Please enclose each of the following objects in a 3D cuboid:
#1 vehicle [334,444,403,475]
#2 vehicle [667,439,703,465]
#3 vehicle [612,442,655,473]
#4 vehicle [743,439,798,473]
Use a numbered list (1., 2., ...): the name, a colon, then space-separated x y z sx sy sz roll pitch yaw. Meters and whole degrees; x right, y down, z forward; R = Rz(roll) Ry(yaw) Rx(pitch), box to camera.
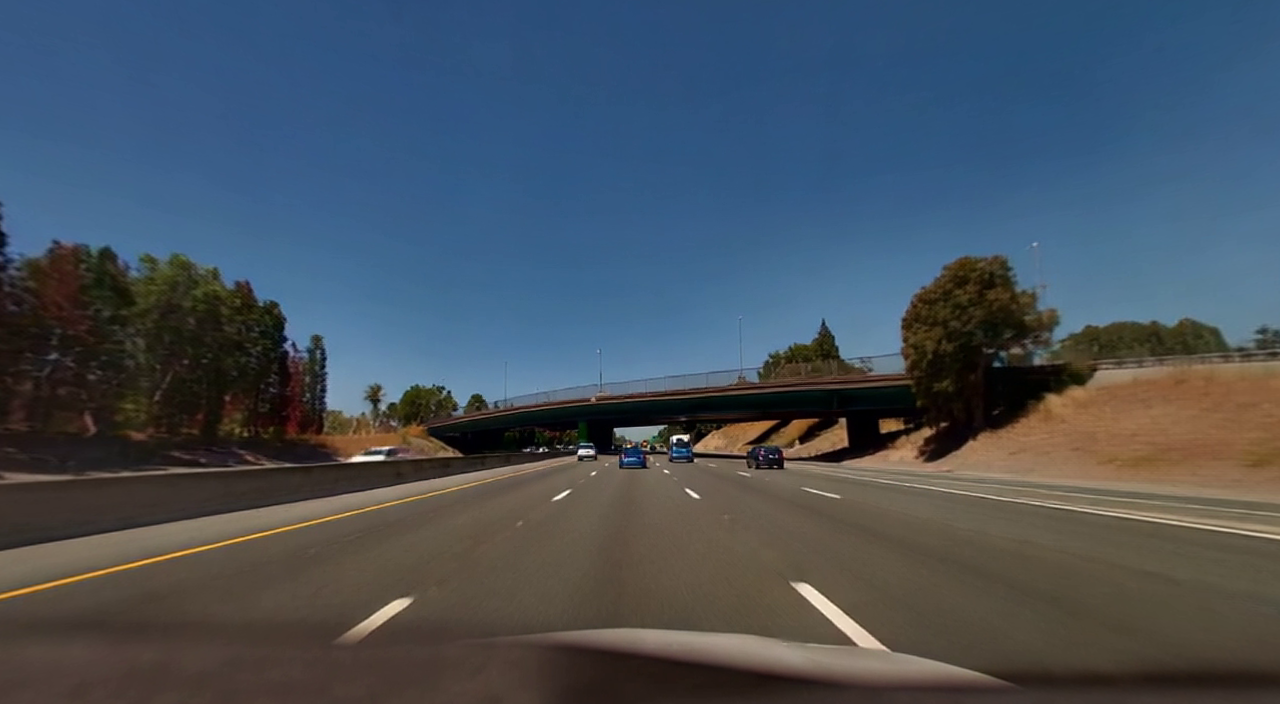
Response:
1. vehicle: -14.412 5.695 33.818 1.837 1.527 4.169 0 -8 0
2. vehicle: 3.274 7.388 46.845 2.177 1.831 4.766 0 -8 -2
3. vehicle: -0.325 5.417 32.630 2.075 1.486 4.007 0 -8 0
4. vehicle: 6.669 5.345 32.643 1.936 1.625 3.991 0 -8 -1
